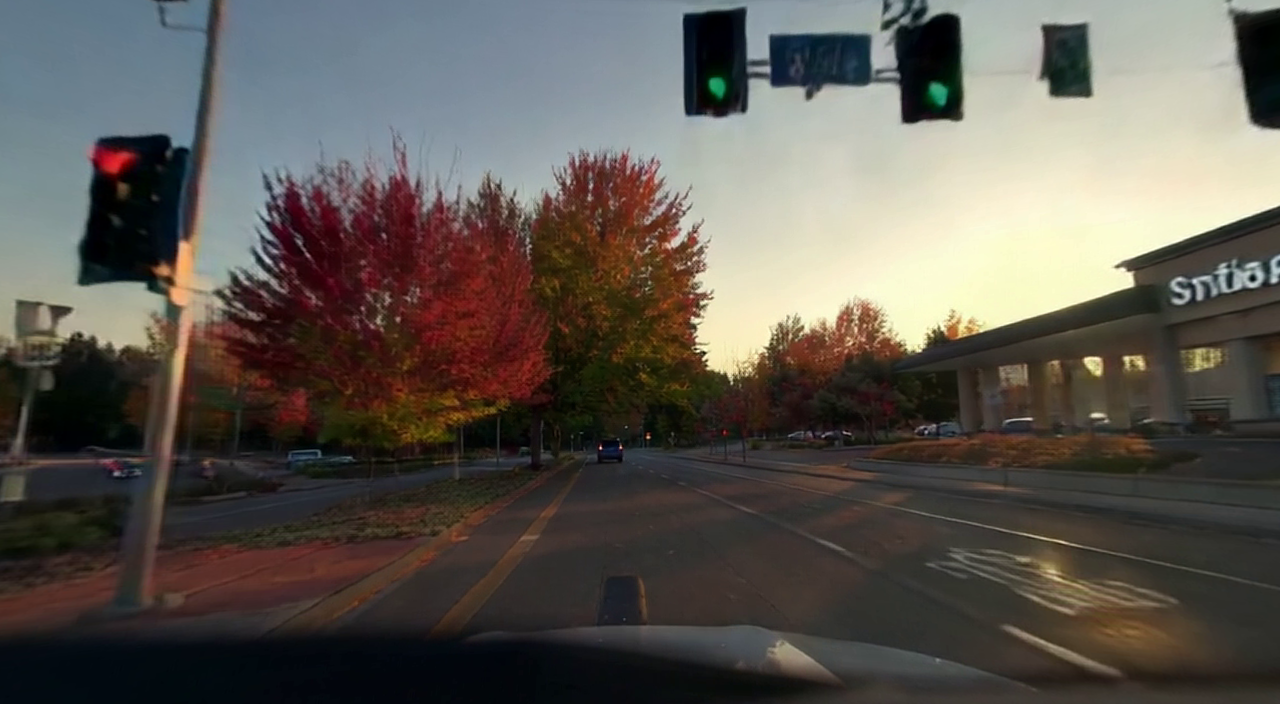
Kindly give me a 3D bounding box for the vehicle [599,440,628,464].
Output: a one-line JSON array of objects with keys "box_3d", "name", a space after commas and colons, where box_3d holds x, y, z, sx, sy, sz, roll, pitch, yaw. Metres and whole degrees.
[{"box_3d": [-2.191, 7.880, 49.971, 2.146, 1.814, 5.110, 0, -8, -4], "name": "vehicle"}]
